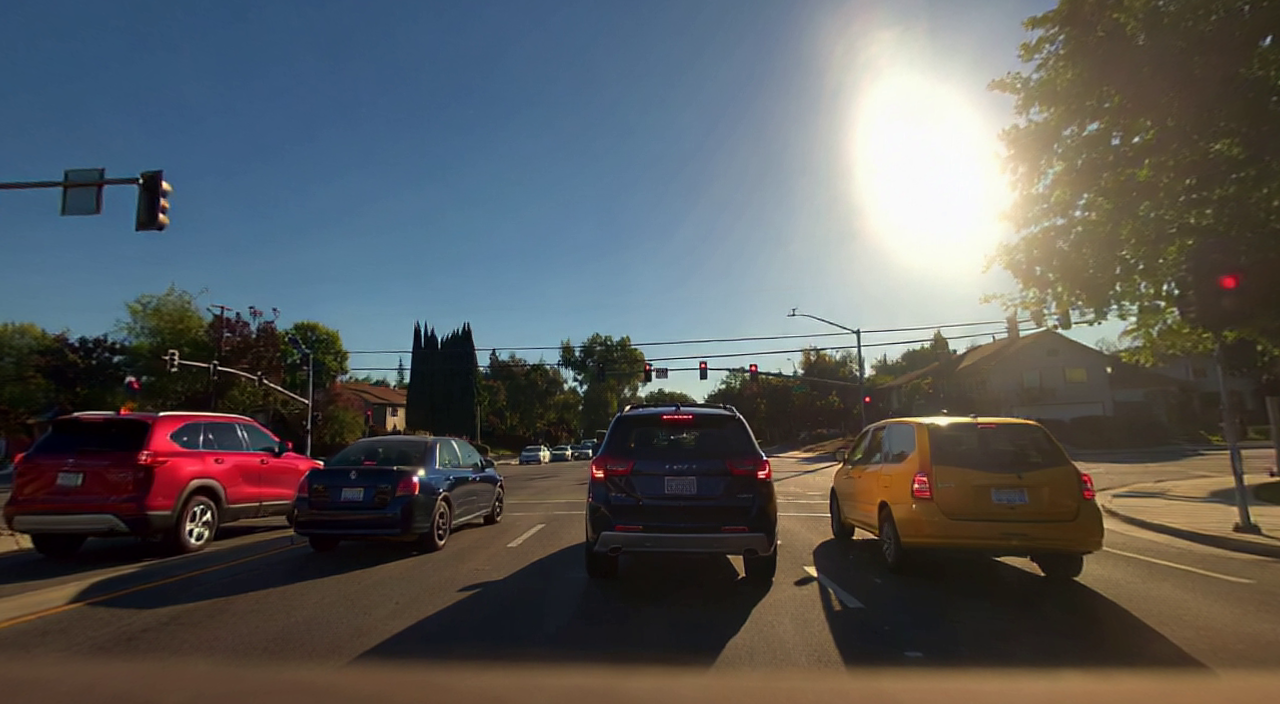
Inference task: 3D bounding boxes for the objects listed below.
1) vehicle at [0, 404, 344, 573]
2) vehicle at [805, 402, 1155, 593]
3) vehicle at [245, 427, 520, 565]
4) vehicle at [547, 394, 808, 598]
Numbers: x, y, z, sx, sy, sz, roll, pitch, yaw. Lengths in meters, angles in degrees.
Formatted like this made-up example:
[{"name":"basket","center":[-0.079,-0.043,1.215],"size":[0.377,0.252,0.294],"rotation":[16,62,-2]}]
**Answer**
[{"name":"vehicle","center":[-6.624,1.825,9.243],"size":[2.075,1.796,4.785],"rotation":[0,-8,2]},{"name":"vehicle","center":[3.525,1.586,7.741],"size":[2.047,1.638,4.395],"rotation":[-1,-8,4]},{"name":"vehicle","center":[-3.239,1.886,9.106],"size":[1.885,1.475,4.359],"rotation":[-1,-8,4]},{"name":"vehicle","center":[0.390,1.523,7.497],"size":[2.198,1.708,4.170],"rotation":[0,-8,2]}]
